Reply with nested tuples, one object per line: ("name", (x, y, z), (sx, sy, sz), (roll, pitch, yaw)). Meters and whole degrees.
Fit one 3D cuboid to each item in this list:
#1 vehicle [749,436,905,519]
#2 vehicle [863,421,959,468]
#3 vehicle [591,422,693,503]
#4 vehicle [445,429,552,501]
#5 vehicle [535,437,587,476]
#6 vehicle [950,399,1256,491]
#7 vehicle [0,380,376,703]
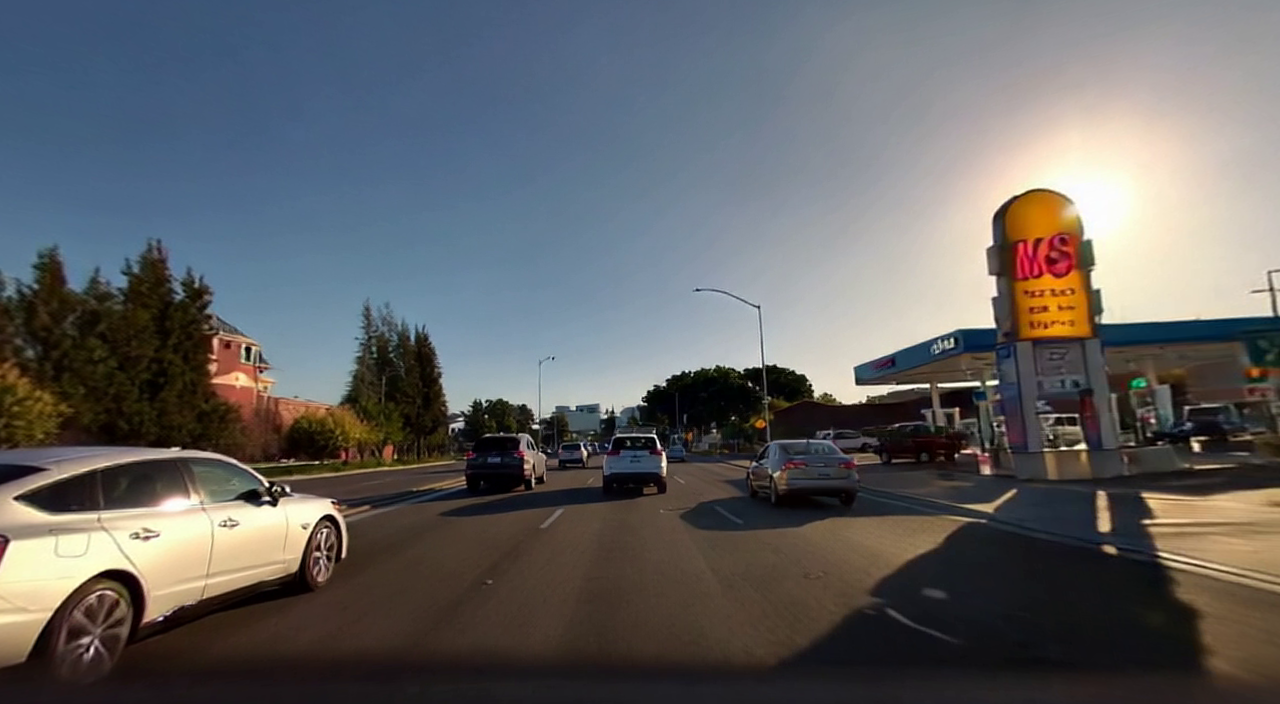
("vehicle", (3.777, 2.602, 13.734), (1.888, 1.456, 4.589), (0, -8, -2))
("vehicle", (11.882, 4.113, 28.112), (2.102, 1.887, 4.673), (0, -8, -1))
("vehicle", (0.031, 2.790, 16.348), (2.279, 1.803, 4.254), (0, -8, 0))
("vehicle", (-3.689, 3.024, 17.297), (1.932, 1.695, 4.150), (0, -8, 1))
("vehicle", (-3.581, 4.802, 29.303), (1.871, 1.673, 3.920), (0, -8, 0))
("vehicle", (11.759, 2.472, 16.593), (5.966, 1.991, 2.353), (-8, -11, 39))
("vehicle", (-3.601, 1.161, 4.322), (1.864, 1.574, 4.031), (0, -8, -1))
